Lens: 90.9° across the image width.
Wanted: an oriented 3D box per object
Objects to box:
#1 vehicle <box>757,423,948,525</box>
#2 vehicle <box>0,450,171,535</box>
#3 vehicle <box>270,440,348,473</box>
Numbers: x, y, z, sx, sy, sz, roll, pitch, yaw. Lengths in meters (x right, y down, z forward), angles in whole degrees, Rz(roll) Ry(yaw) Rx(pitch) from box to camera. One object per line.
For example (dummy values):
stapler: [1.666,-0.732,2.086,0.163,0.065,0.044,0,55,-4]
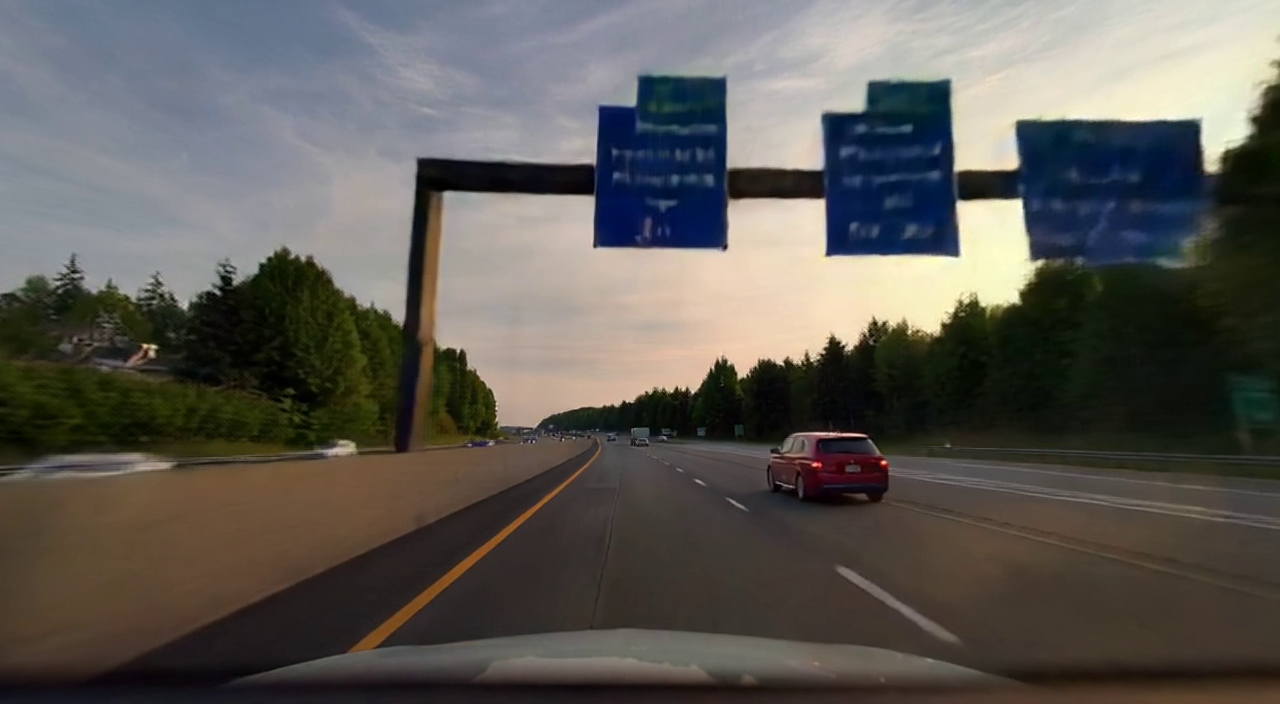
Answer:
vehicle: [3.622,2.145,11.704,1.958,1.526,4.227,0,-8,-2]
vehicle: [-13.344,3.056,14.387,1.922,1.530,4.422,0,-8,-1]
vehicle: [-18.070,5.680,34.660,1.962,1.680,4.392,0,-8,-2]
